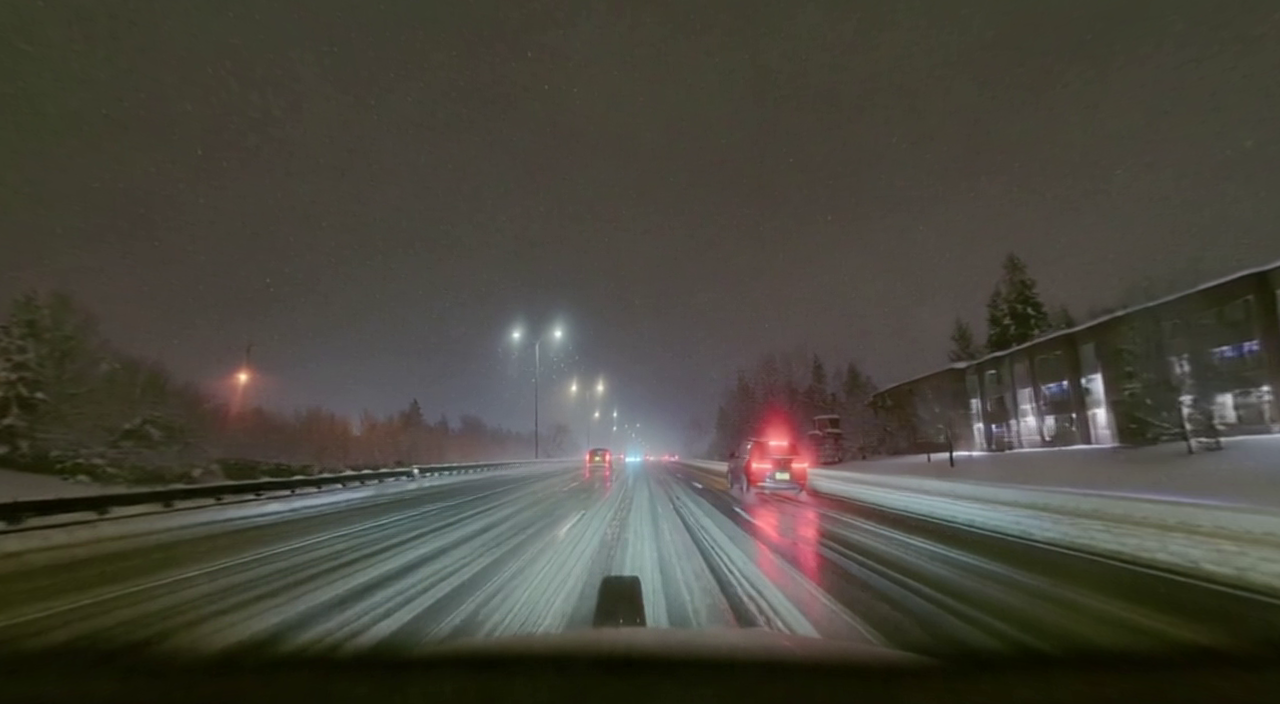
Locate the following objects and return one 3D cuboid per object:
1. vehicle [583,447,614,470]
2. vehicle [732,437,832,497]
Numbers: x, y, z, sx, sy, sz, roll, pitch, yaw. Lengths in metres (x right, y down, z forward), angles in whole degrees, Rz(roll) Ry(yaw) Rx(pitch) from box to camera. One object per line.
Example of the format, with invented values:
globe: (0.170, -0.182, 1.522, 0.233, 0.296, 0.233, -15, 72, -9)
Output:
vehicle: (-3.166, 8.240, 49.000, 2.075, 1.721, 4.763, 0, -9, 1)
vehicle: (4.535, 3.744, 20.938, 2.170, 1.733, 4.631, 0, -9, -1)
